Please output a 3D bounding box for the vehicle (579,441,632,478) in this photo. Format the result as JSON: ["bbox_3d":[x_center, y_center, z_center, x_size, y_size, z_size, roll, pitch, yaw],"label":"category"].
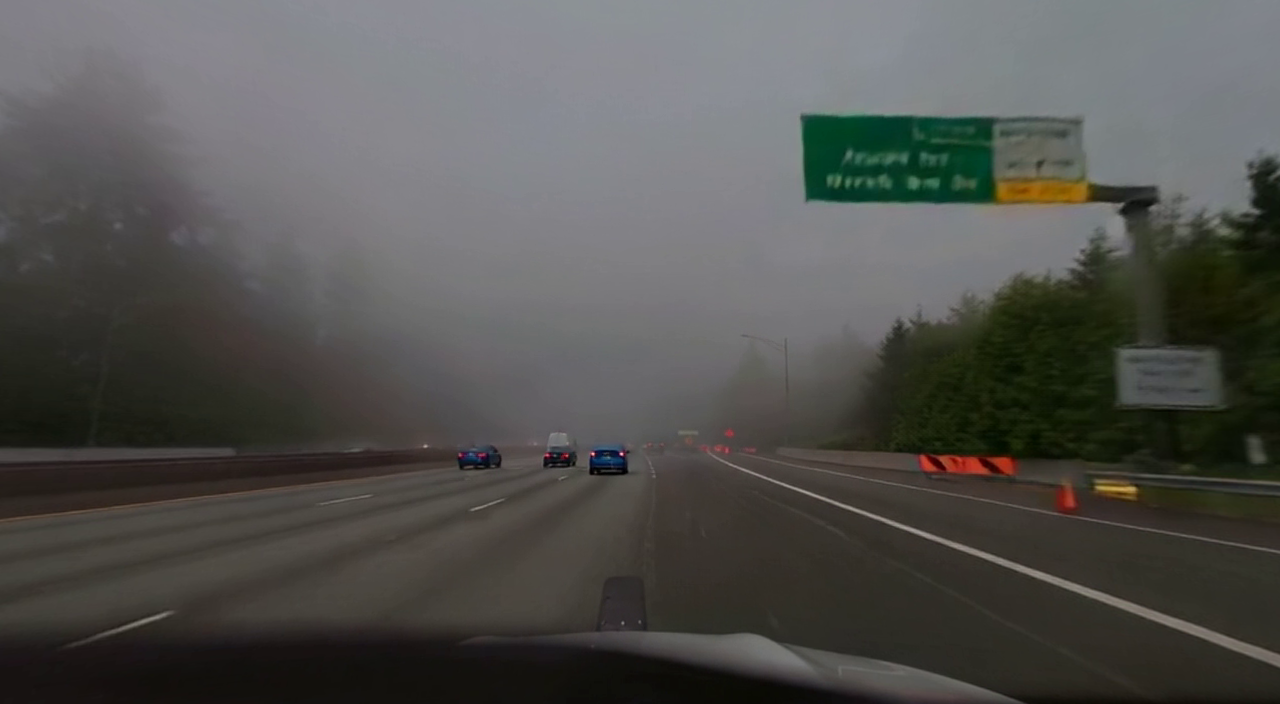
[{"bbox_3d":[-1.407,4.644,27.409,1.963,1.462,4.681,0,-8,1],"label":"vehicle"}]

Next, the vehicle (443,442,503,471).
[{"bbox_3d":[-8.966,5.616,34.082,1.946,1.472,4.472,0,-8,1],"label":"vehicle"}]

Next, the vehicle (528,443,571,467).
[{"bbox_3d":[-5.588,6.403,39.260,1.951,1.439,4.633,0,-8,1],"label":"vehicle"}]

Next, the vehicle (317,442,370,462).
[{"bbox_3d":[-23.185,7.834,49.258,1.939,1.504,4.576,0,-8,0],"label":"vehicle"}]
